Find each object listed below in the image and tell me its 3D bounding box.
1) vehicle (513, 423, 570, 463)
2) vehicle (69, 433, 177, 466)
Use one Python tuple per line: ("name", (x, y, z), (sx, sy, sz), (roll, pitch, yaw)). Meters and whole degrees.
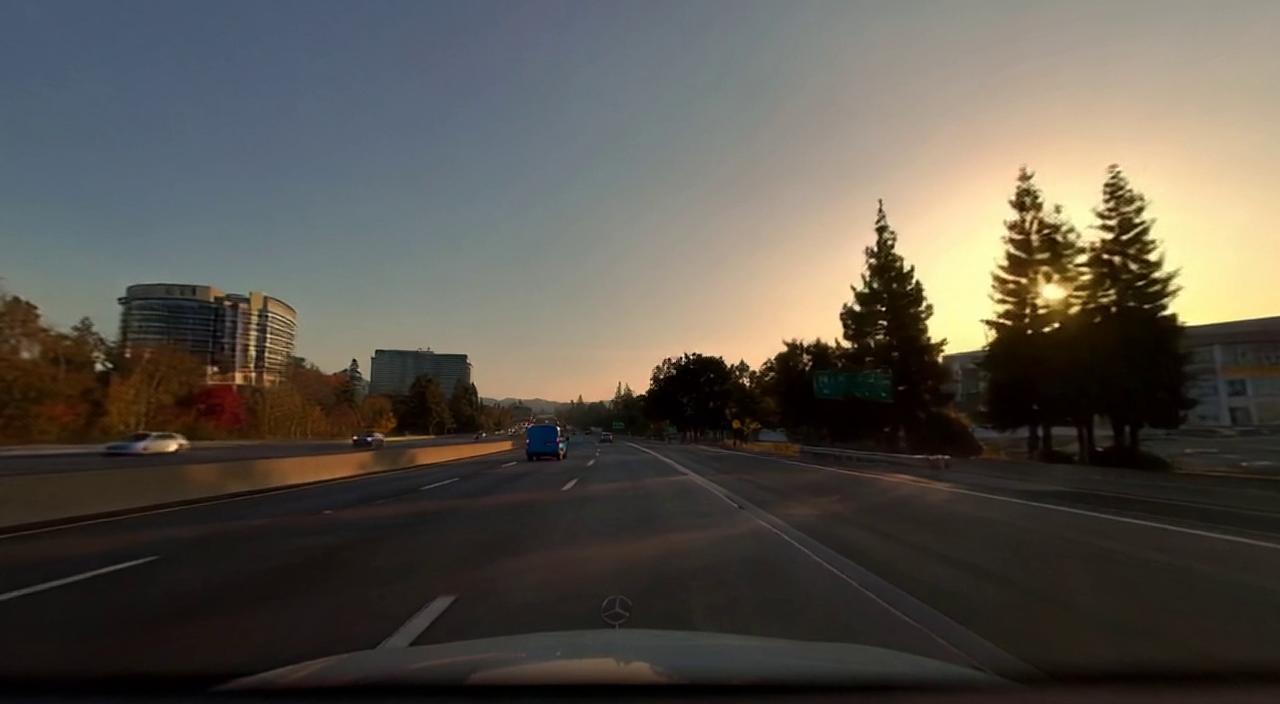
("vehicle", (-4.785, 4.519, 31.446), (2.219, 1.827, 4.738), (0, -8, -2))
("vehicle", (-22.886, 4.314, 28.088), (1.736, 1.356, 3.734), (0, -8, -3))
